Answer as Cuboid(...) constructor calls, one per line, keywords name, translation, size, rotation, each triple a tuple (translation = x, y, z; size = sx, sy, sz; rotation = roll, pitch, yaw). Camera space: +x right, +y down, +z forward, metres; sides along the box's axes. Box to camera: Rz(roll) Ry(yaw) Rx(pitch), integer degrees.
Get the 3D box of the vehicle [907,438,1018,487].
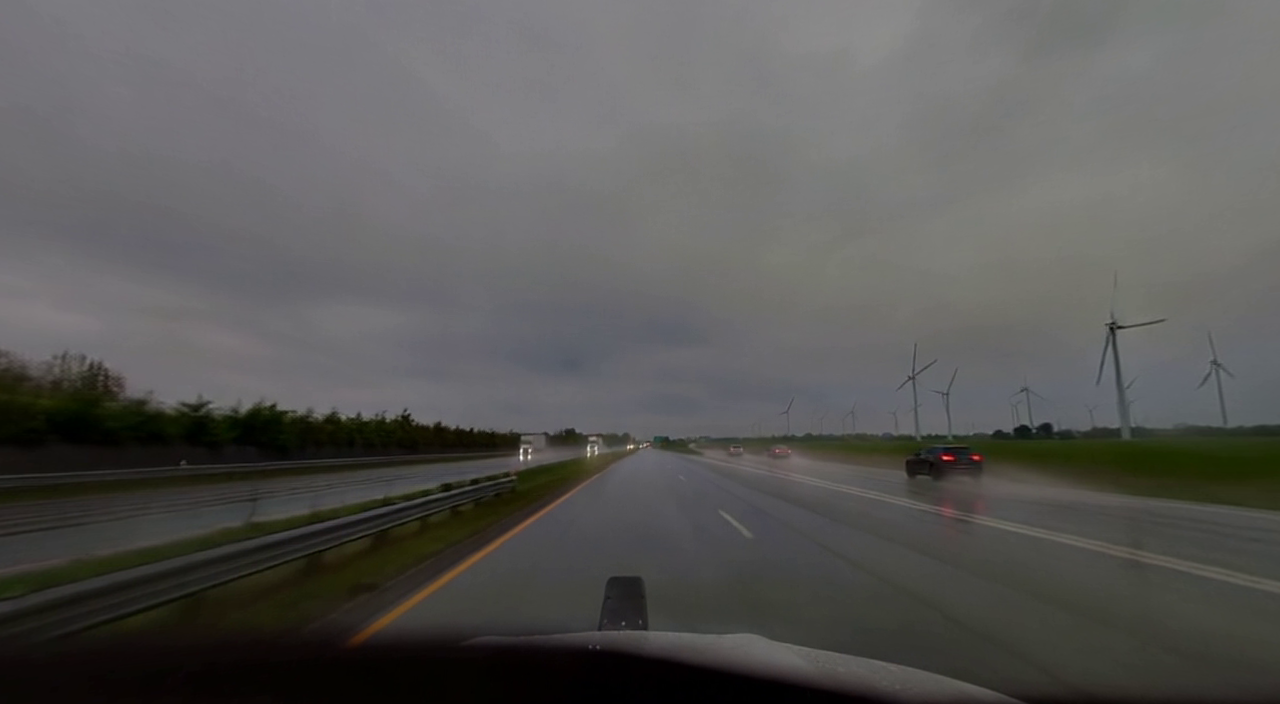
Cuboid(name="vehicle", translation=(12.325, 4.243, 24.501), size=(1.897, 1.669, 4.825), rotation=(0, -9, 2))
